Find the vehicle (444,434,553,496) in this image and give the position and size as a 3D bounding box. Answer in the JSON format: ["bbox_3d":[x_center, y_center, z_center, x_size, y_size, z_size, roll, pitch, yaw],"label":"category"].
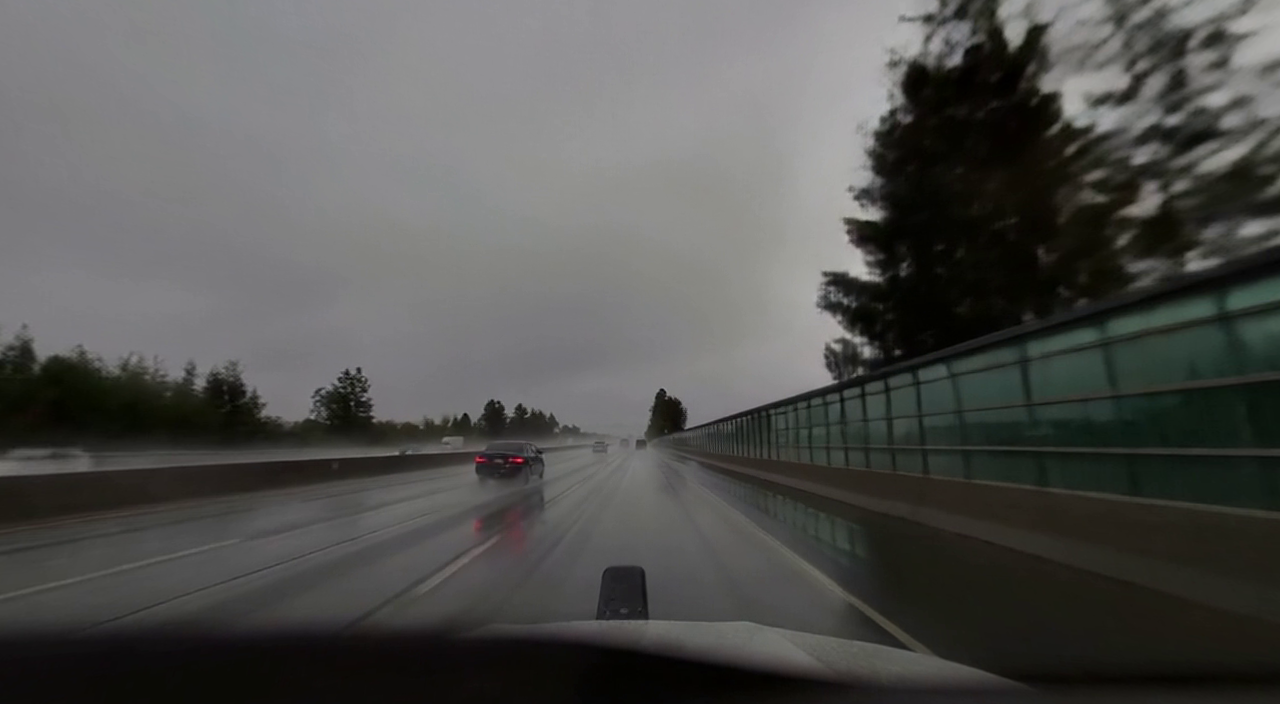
[{"bbox_3d":[-3.852,3.150,17.942,2.059,1.541,4.296,0,-8,1],"label":"vehicle"}]
